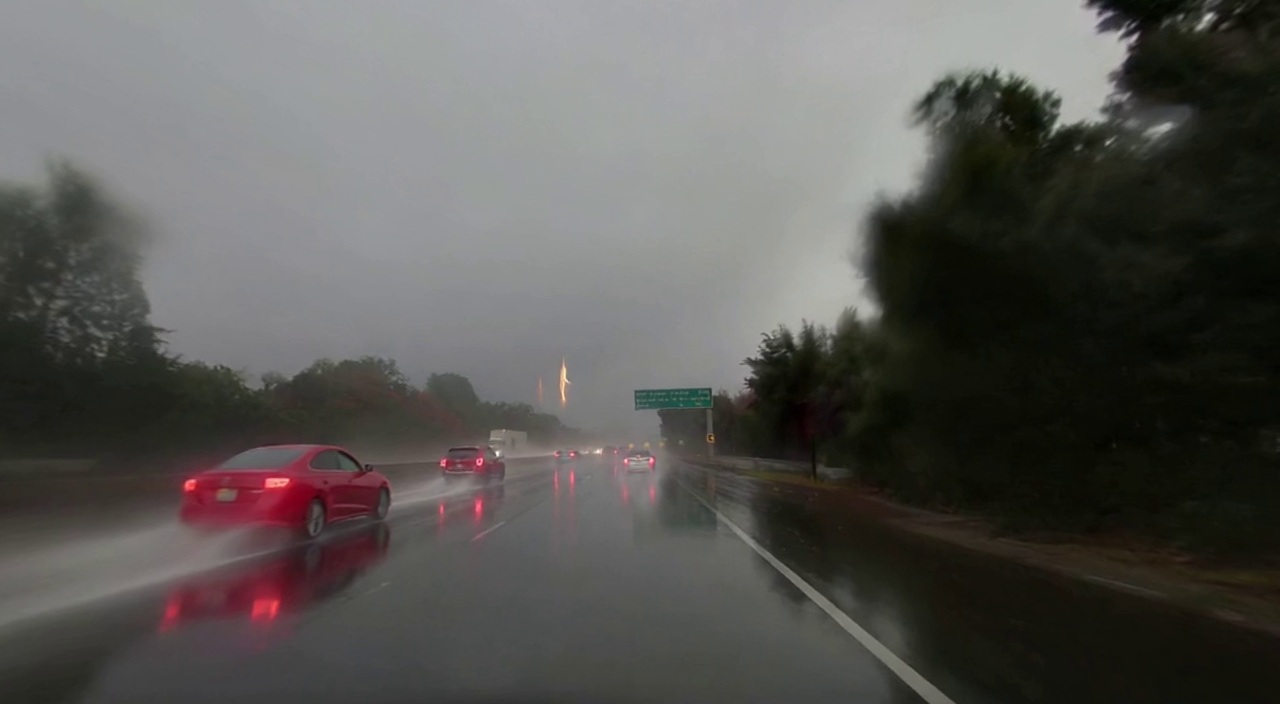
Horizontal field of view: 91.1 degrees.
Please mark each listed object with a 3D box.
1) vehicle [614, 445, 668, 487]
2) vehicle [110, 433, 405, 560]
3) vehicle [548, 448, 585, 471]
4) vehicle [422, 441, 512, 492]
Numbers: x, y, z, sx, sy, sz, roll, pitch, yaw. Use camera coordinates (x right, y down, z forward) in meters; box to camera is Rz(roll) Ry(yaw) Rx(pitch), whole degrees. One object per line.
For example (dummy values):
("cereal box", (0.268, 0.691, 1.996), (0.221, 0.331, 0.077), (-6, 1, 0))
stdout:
("vehicle", (0.002, 4.346, 24.231), (1.940, 1.451, 3.512), (0, -9, -1))
("vehicle", (-5.473, 2.095, 9.809), (2.043, 1.534, 4.032), (0, -9, 0))
("vehicle", (-4.949, 7.280, 42.818), (1.892, 1.481, 4.180), (0, -9, 1))
("vehicle", (-6.023, 4.027, 22.443), (2.058, 1.626, 4.118), (0, -9, -1))
